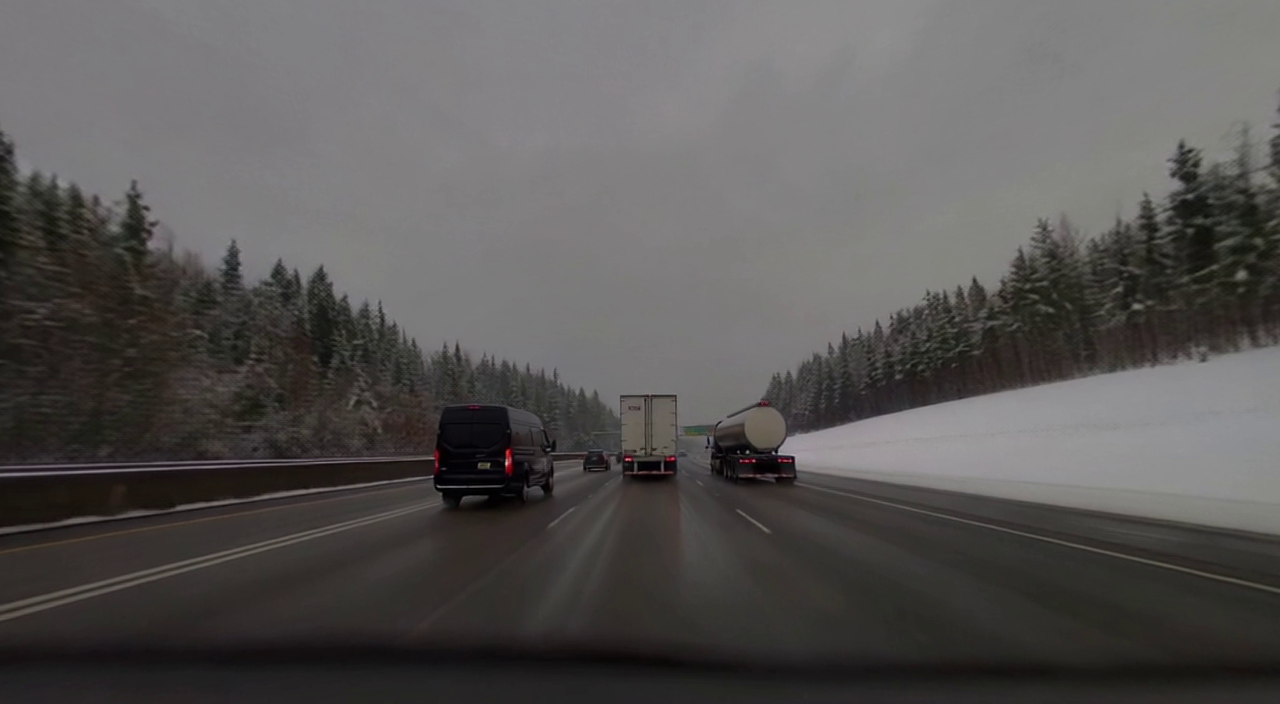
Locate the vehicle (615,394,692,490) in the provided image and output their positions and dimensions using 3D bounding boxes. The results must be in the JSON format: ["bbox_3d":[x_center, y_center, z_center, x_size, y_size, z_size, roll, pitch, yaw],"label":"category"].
[{"bbox_3d":[0.315,4.012,27.646,2.773,3.455,9.118,0,-9,-2],"label":"vehicle"}]

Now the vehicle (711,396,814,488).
[{"bbox_3d":[5.306,4.318,29.821,2.706,3.500,11.483,0,-9,1],"label":"vehicle"}]

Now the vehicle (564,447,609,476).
[{"bbox_3d":[-3.171,6.650,38.480,2.134,1.652,4.439,-1,-9,3],"label":"vehicle"}]

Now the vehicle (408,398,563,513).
[{"bbox_3d":[-3.882,2.827,17.480,2.525,2.572,6.260,0,-9,2],"label":"vehicle"}]
